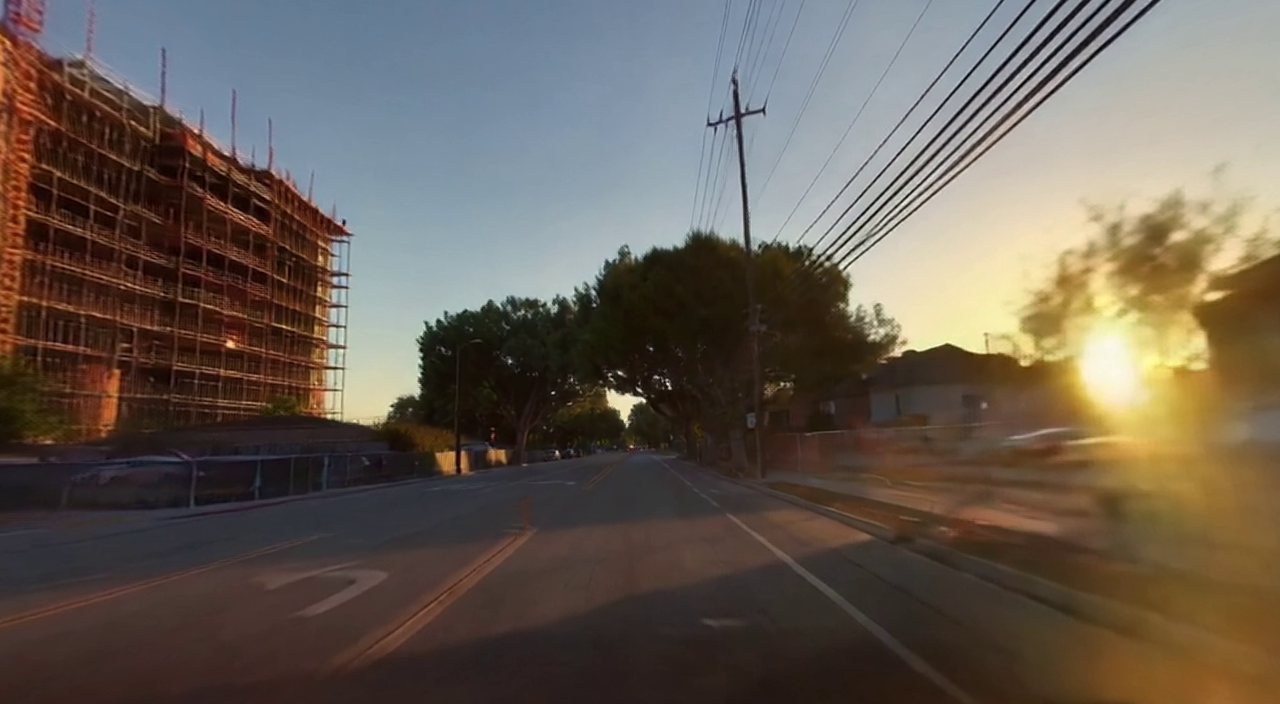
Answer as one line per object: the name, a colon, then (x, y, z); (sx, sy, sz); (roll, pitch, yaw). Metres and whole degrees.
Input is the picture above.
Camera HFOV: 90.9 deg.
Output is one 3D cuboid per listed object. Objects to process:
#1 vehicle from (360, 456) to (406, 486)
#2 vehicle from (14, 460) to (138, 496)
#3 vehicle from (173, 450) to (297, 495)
vehicle: (-15.645, 7.168, 38.245); (2.002, 1.683, 4.664); (5, -11, -28)
vehicle: (-26.386, 5.887, 29.560); (3.998, 1.574, 1.889); (0, -9, 2)
vehicle: (-20.300, 6.032, 31.748); (4.712, 1.927, 2.237); (-3, -10, 0)
